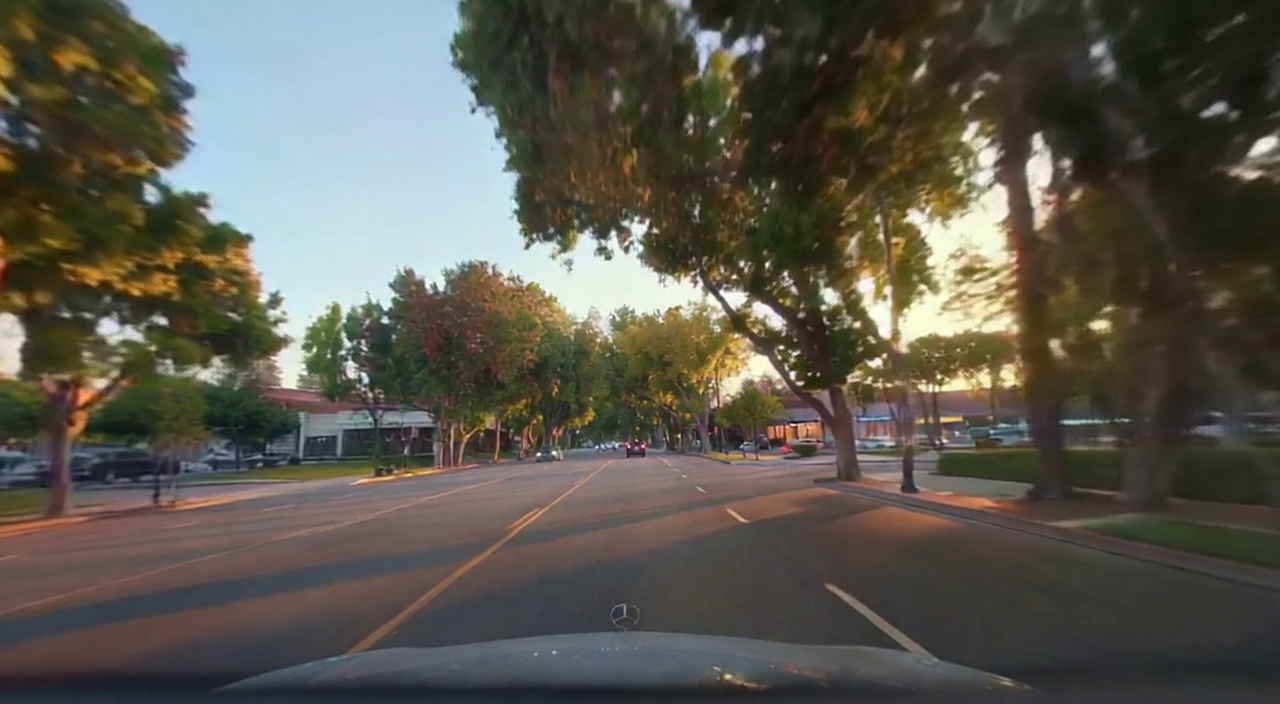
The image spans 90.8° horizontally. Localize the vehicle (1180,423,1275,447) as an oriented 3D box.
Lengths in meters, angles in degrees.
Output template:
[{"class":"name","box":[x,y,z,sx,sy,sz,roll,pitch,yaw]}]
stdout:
[{"class":"vehicle","box":[38.588,5.474,41.677,1.860,1.467,4.614,-1,-8,2]}]
